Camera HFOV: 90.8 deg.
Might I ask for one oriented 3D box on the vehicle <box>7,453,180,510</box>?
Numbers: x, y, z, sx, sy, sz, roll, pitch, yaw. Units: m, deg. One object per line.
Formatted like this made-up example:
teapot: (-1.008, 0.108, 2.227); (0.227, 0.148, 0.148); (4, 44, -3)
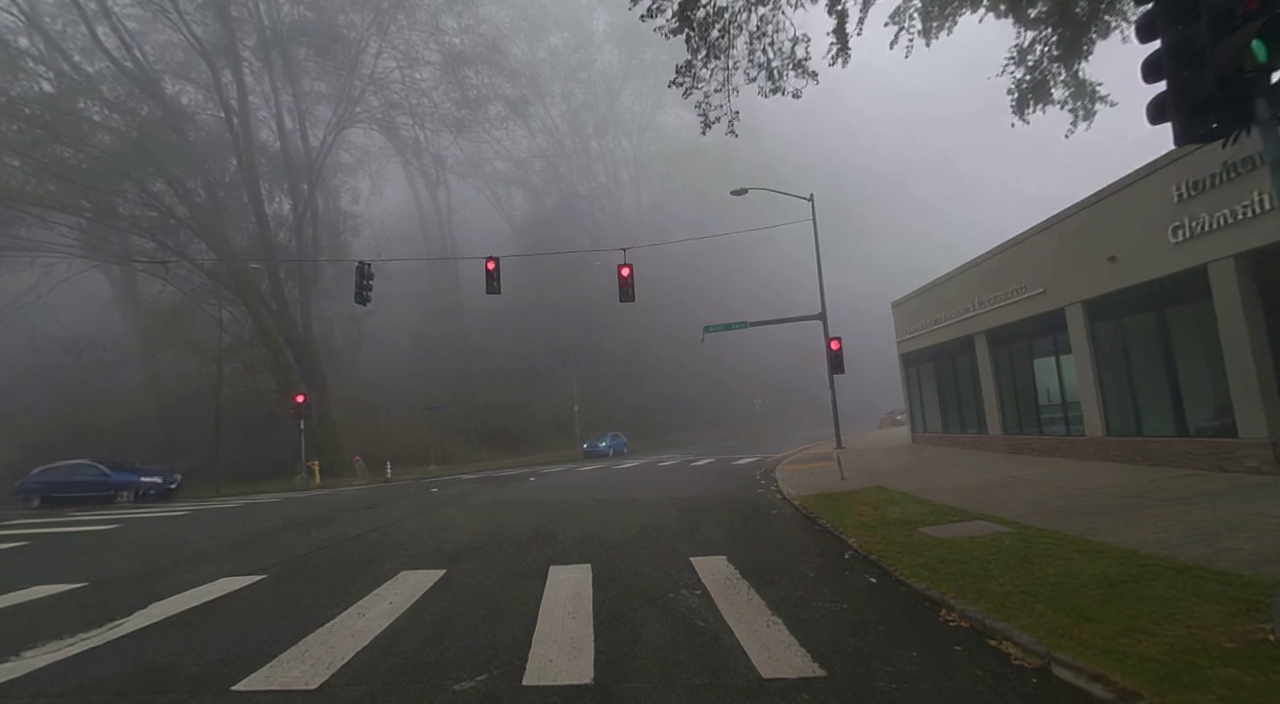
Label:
vehicle: (-18.638, 4.362, 21.613); (4.715, 1.745, 2.026); (-3, -9, 15)

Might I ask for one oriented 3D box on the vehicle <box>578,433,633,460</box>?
vehicle: (-2.333, 6.592, 44.083); (2.244, 1.792, 4.648); (-3, -9, 19)
